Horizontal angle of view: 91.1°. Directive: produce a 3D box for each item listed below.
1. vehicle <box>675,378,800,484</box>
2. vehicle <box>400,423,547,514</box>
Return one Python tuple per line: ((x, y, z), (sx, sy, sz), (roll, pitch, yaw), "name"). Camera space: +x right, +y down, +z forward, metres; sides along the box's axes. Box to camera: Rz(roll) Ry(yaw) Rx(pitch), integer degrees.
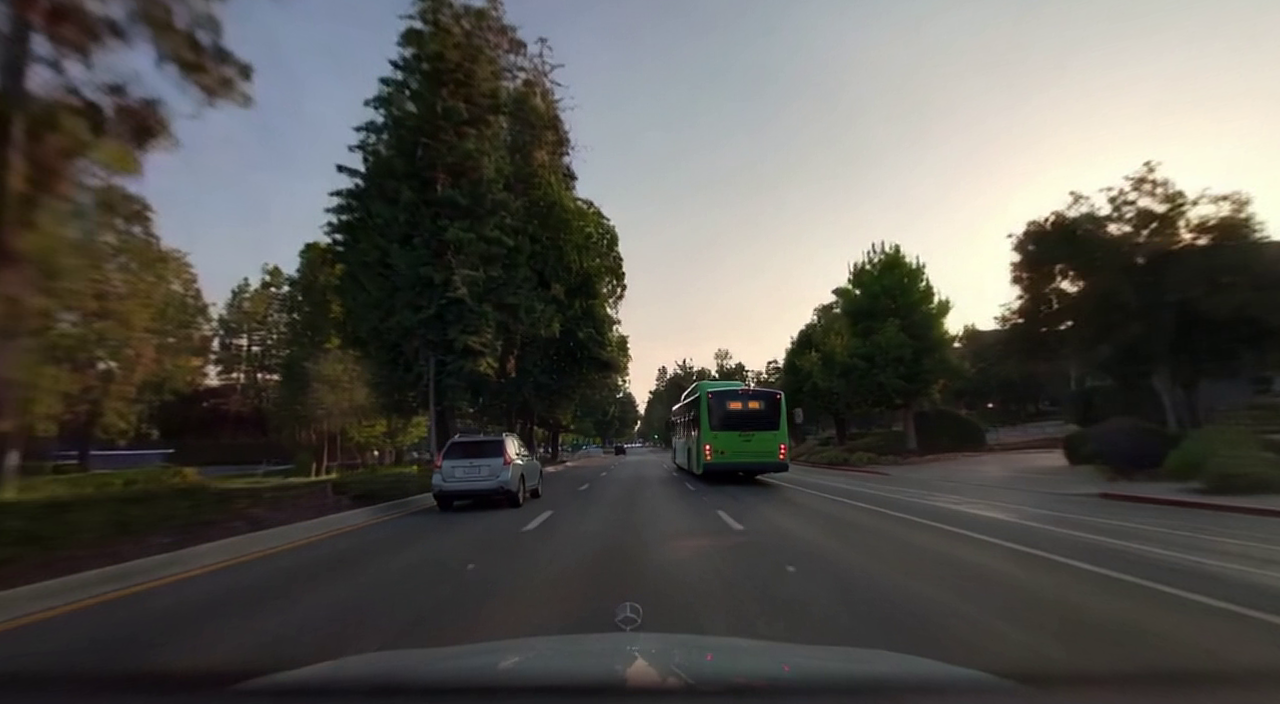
((3.384, 3.385, 25.977), (3.072, 3.278, 12.747), (0, -8, 0), "vehicle")
((-3.586, 2.594, 14.480), (2.111, 1.767, 4.333), (0, -8, 1), "vehicle")
